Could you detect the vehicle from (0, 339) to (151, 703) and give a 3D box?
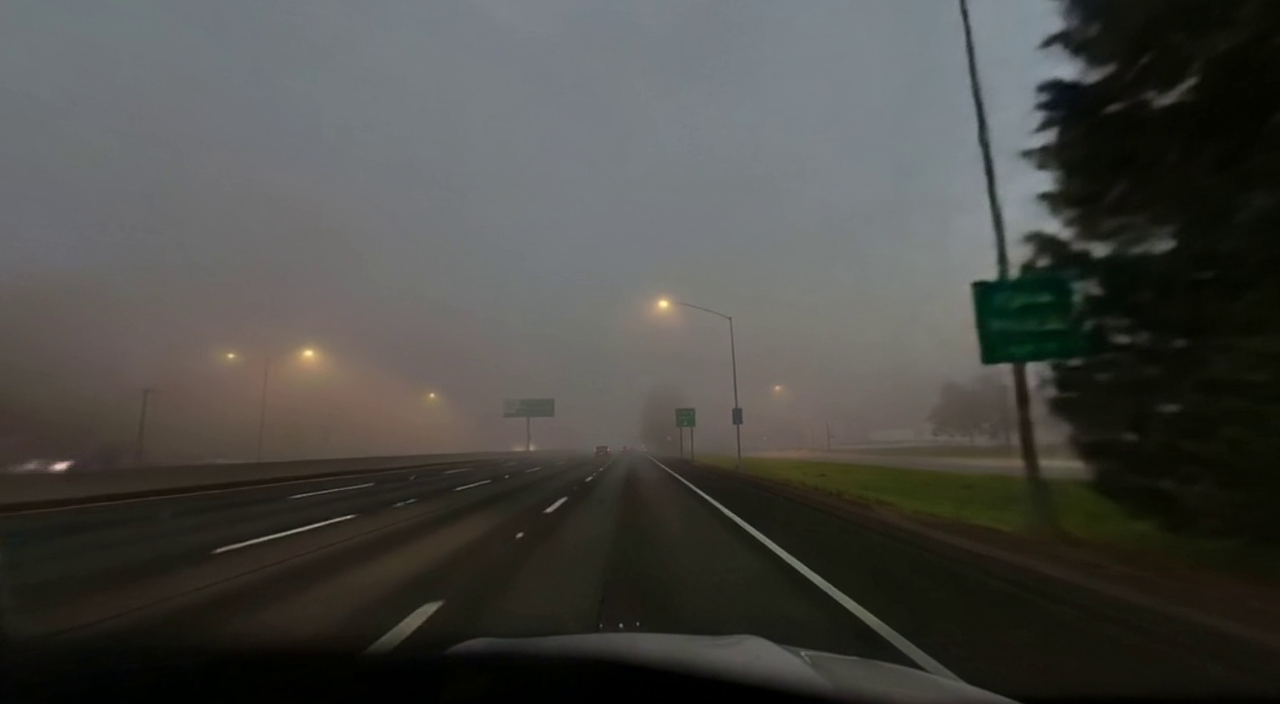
[{"bbox_3d":[-3.815,0.603,1.111,2.150,1.761,4.697,0,-8,-1],"label":"vehicle"}]
